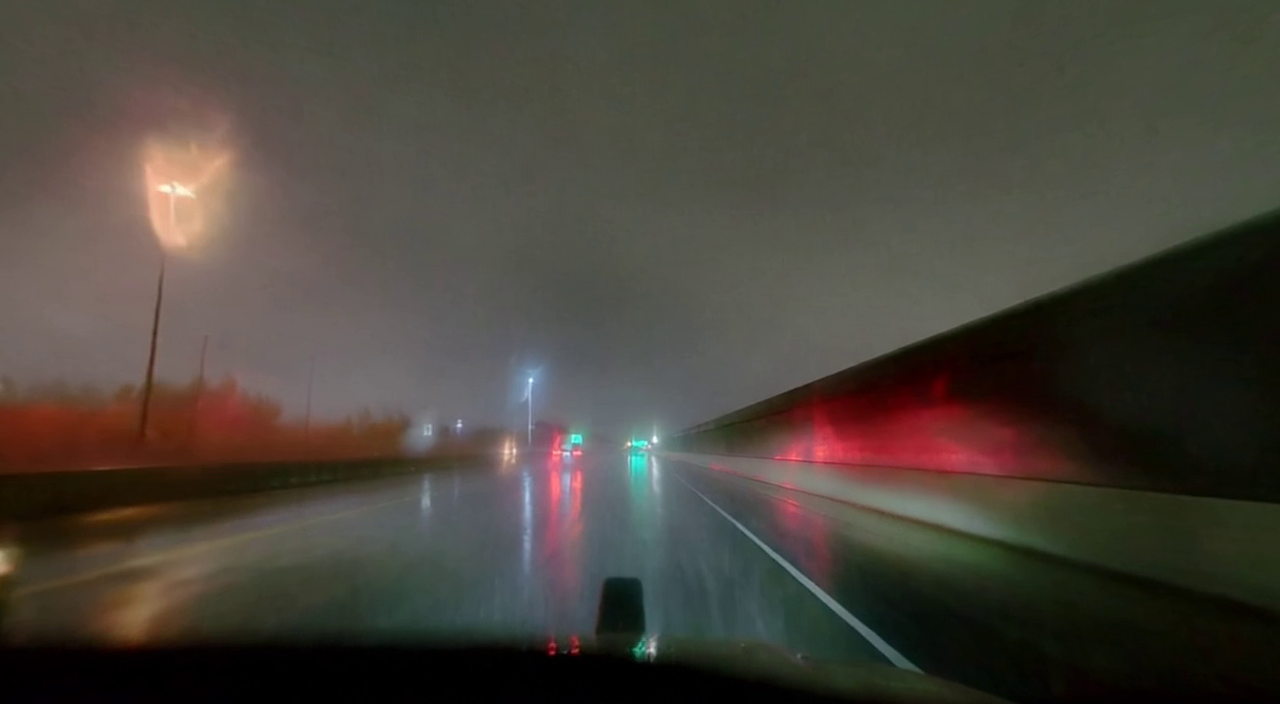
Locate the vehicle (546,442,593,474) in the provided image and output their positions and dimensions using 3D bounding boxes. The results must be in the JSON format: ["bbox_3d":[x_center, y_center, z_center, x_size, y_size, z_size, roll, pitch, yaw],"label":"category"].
[{"bbox_3d":[-3.934,5.994,35.713,2.133,1.683,4.340,0,-9,0],"label":"vehicle"}]
